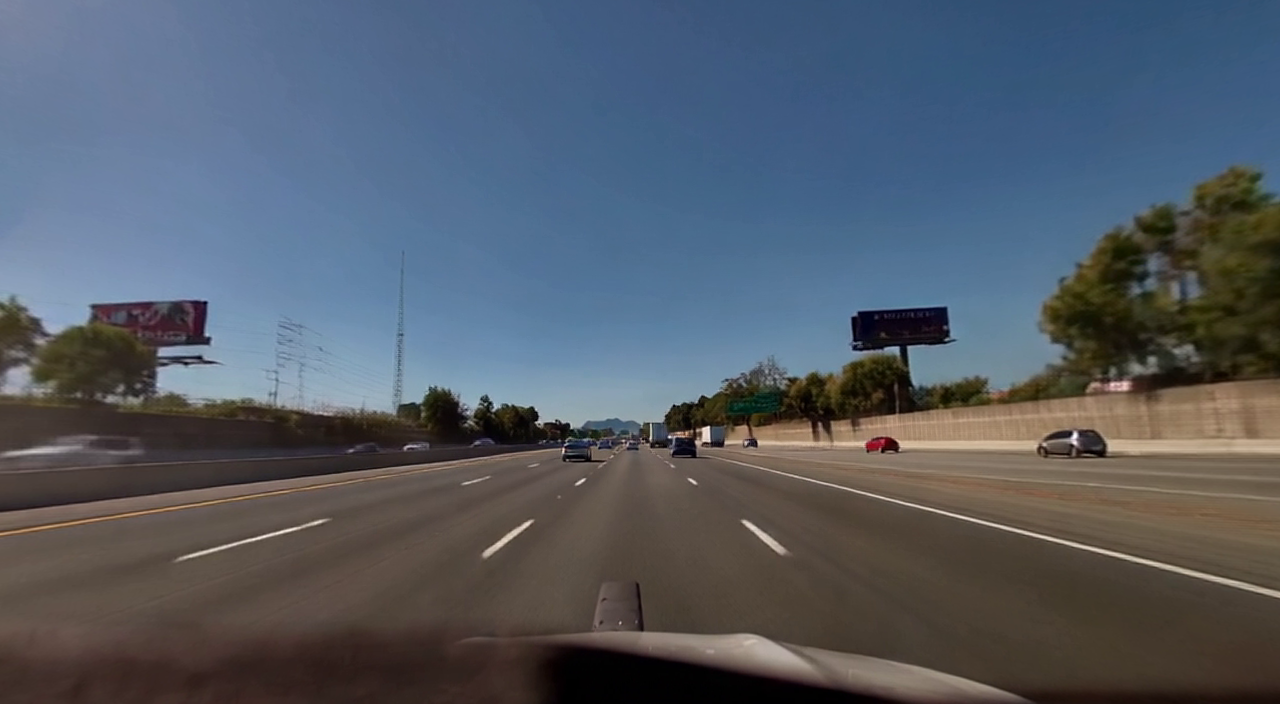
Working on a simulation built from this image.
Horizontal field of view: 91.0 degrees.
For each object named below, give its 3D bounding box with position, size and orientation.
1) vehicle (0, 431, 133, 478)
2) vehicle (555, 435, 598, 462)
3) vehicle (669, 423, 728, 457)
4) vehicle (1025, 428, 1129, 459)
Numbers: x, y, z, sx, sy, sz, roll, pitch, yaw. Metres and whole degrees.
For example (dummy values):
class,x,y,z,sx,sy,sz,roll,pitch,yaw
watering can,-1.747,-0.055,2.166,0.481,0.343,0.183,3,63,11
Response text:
class,x,y,z,sx,sy,sz,roll,pitch,yaw
vehicle,-21.012,3.724,23.058,1.725,1.551,3.763,0,-8,0
vehicle,-3.644,5.658,36.938,2.066,1.500,4.415,0,-8,0
vehicle,3.888,6.363,45.164,3.042,2.004,14.051,0,-8,1
vehicle,28.155,5.936,40.727,2.139,1.881,5.005,4,-9,-25
